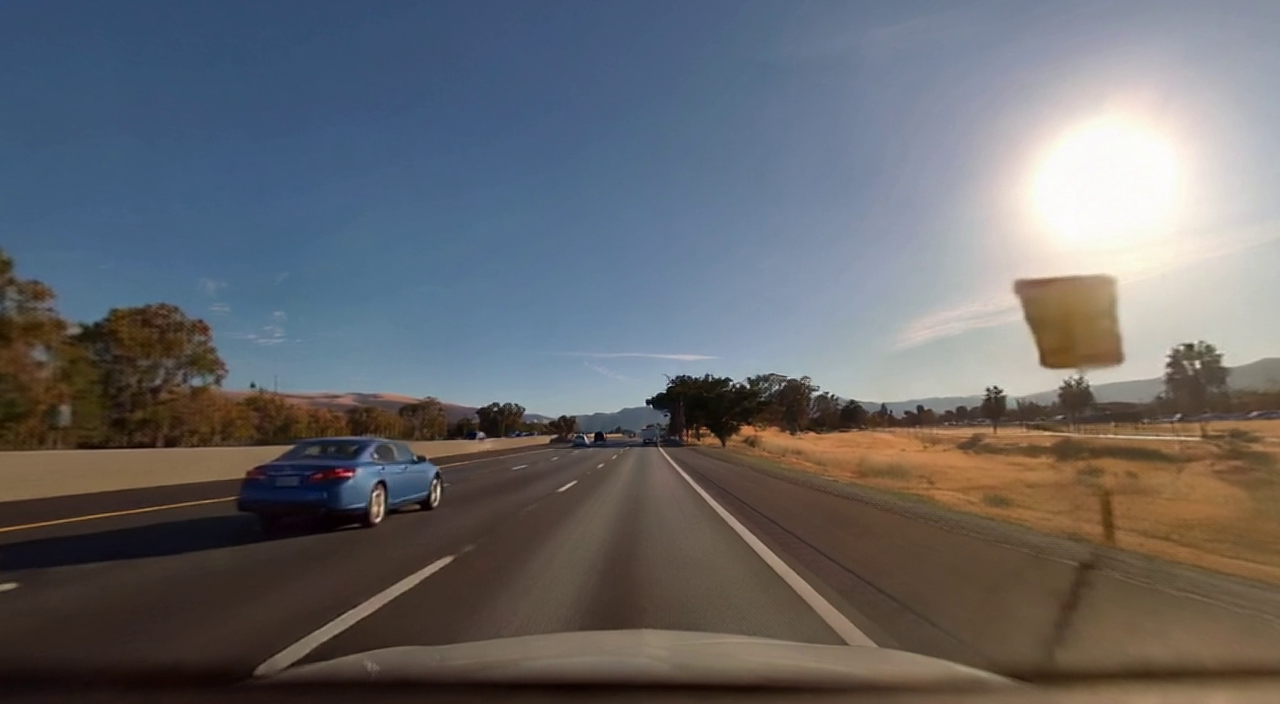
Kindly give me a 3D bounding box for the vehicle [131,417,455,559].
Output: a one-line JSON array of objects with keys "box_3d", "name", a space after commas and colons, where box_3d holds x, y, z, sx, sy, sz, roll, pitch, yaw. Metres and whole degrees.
[{"box_3d": [-4.526, 1.846, 9.360, 2.071, 1.556, 4.729, 0, -8, 1], "name": "vehicle"}]
